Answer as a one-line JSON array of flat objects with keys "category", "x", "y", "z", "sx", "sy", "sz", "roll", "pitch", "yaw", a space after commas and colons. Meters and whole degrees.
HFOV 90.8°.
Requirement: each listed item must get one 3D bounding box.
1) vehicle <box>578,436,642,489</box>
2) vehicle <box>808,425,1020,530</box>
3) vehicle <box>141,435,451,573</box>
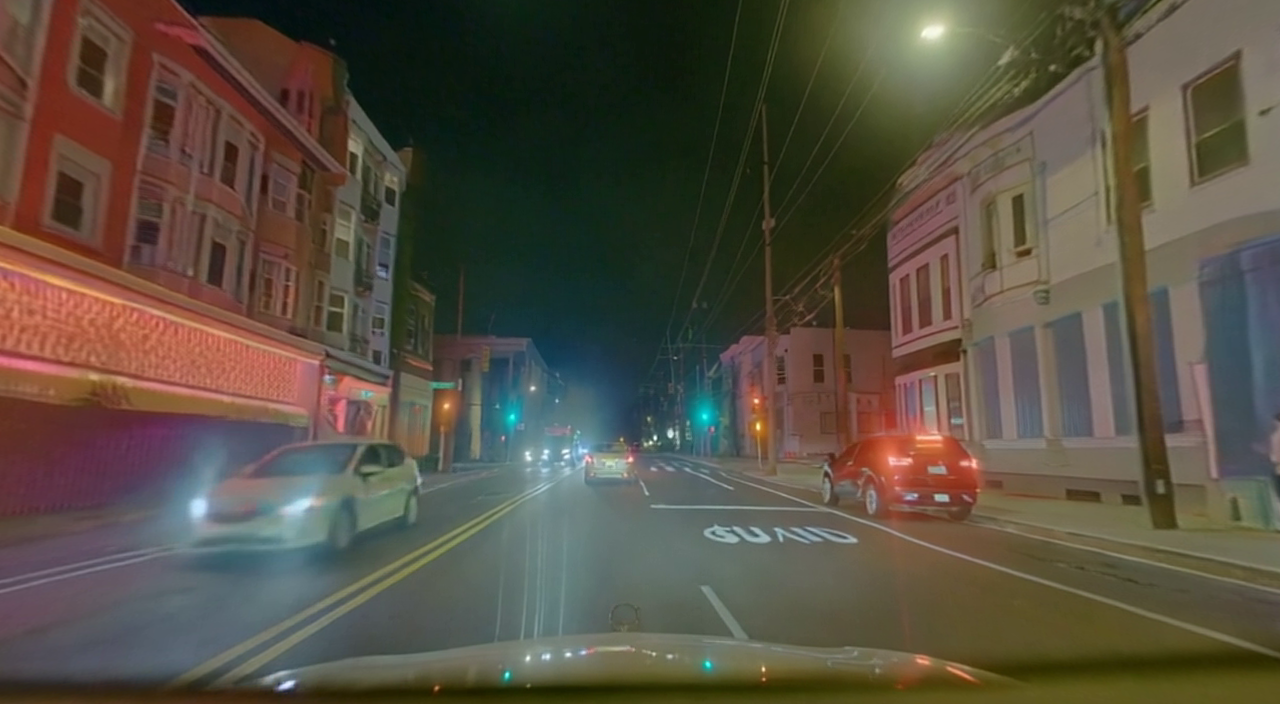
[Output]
[{"category": "vehicle", "x": -0.962, "y": 3.710, "z": 21.534, "sx": 1.980, "sy": 1.635, "sz": 3.795, "roll": 0, "pitch": -8, "yaw": -1}, {"category": "vehicle", "x": 5.806, "y": 2.731, "z": 14.523, "sx": 2.197, "sy": 1.917, "sz": 5.637, "roll": 0, "pitch": -9, "yaw": -2}, {"category": "vehicle", "x": -4.451, "y": 2.002, "z": 9.201, "sx": 2.181, "sy": 1.500, "sz": 4.319, "roll": 0, "pitch": -8, "yaw": -2}]
